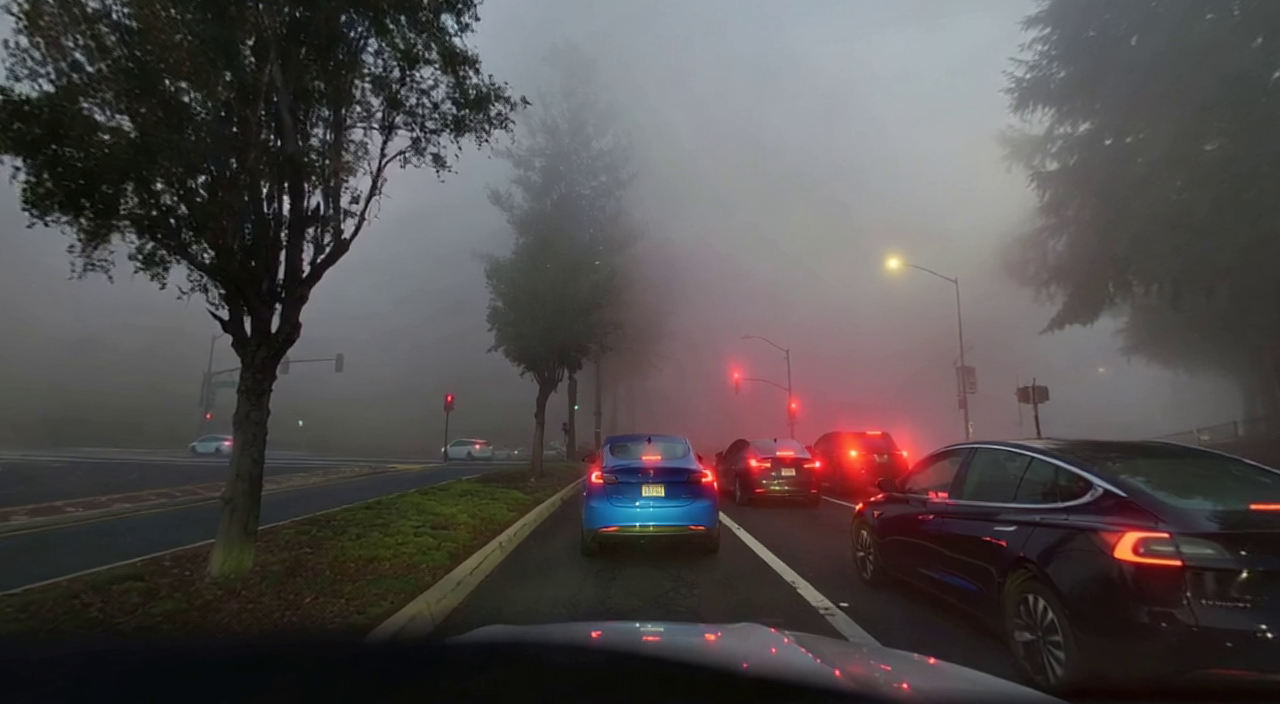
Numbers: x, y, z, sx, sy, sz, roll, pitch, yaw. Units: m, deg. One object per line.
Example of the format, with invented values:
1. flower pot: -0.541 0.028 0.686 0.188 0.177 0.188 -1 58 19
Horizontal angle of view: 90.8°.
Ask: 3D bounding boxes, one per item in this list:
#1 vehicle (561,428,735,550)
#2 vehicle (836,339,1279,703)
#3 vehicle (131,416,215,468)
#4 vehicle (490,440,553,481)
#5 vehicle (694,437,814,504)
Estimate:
1. vehicle: 0.036 2.014 10.014 2.147 1.499 4.240 0 -8 -2
2. vehicle: 3.182 1.109 4.305 2.167 1.676 4.443 0 -8 -1
3. vehicle: -29.256 5.657 39.706 2.608 2.990 3.026 2 -8 1
4. vehicle: -4.630 4.284 25.265 1.972 1.457 4.171 0 -8 -4
5. vehicle: 2.697 2.920 16.035 2.058 1.466 4.208 0 -8 -3
